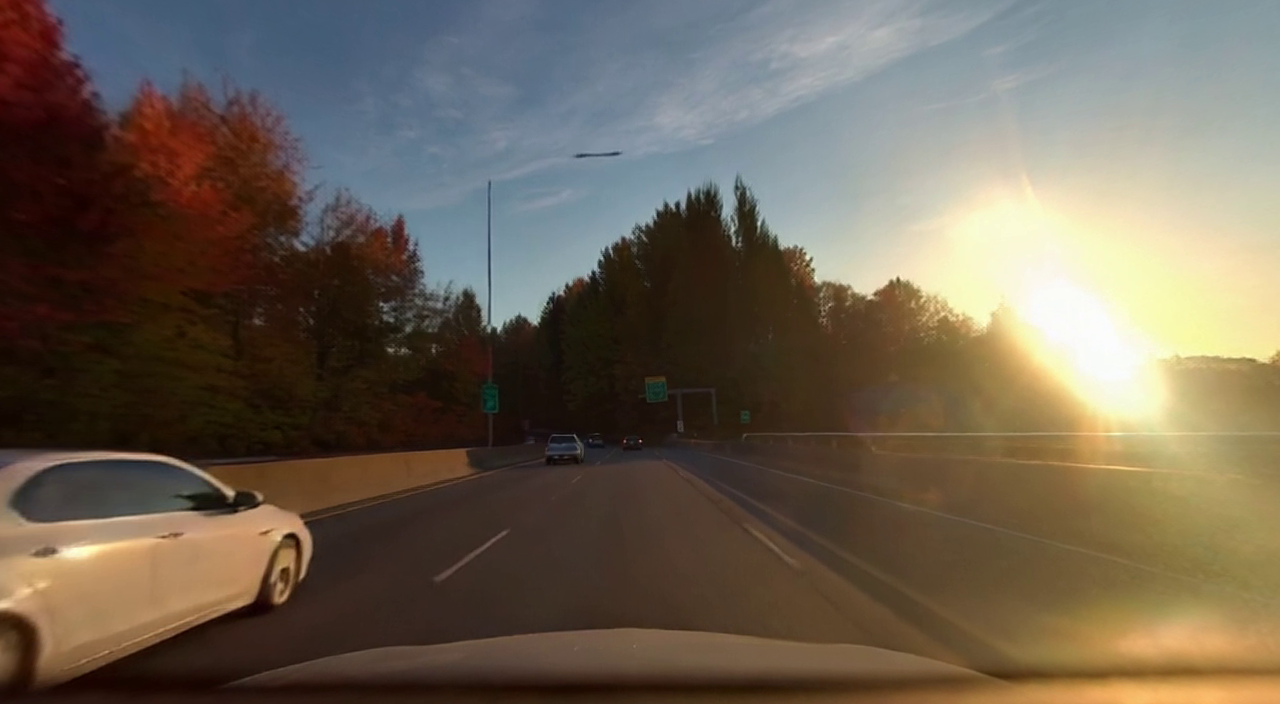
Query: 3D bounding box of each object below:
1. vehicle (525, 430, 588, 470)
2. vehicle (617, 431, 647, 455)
[{"bbox_3d":[-3.393,4.083,26.379,1.989,1.497,4.645,0,-8,0],"label":"vehicle"},{"bbox_3d":[-0.544,6.434,44.653,2.054,1.609,3.859,0,-8,0],"label":"vehicle"}]
